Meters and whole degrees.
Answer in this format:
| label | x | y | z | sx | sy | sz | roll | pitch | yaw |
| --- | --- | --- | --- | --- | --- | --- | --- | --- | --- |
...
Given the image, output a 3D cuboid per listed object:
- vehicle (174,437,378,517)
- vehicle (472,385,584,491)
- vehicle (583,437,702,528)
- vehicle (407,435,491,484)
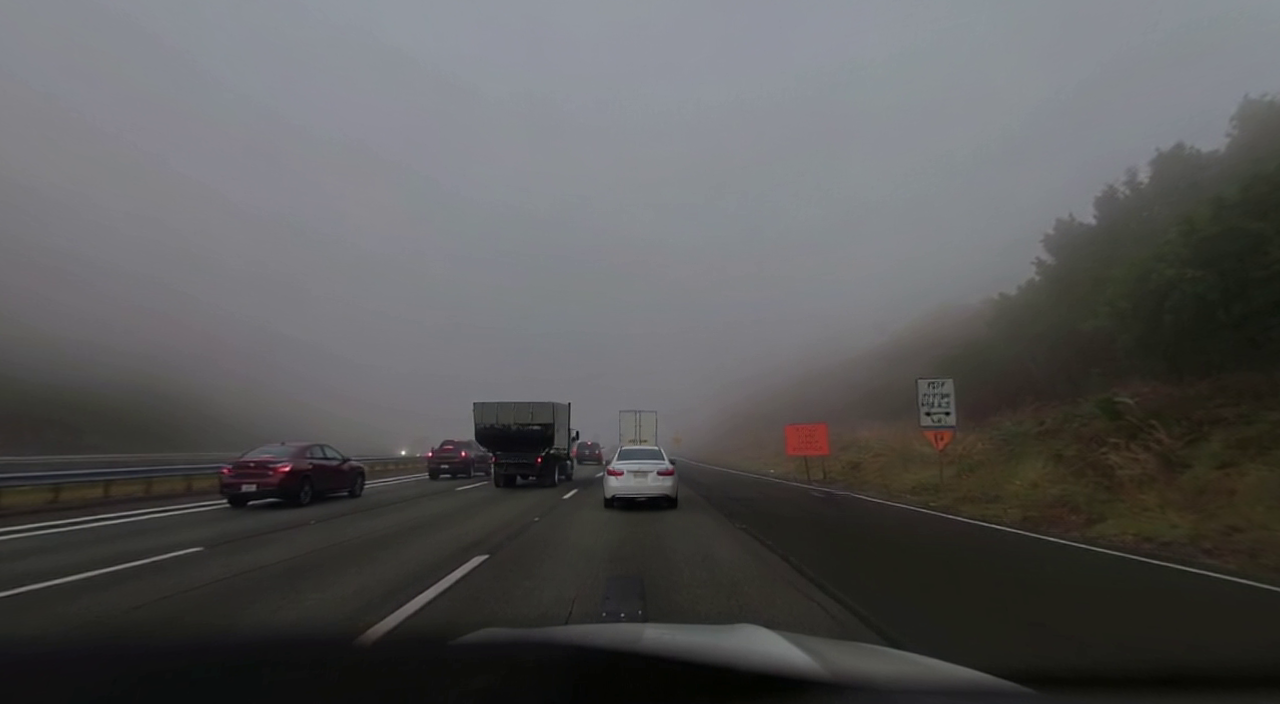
| label | x | y | z | sx | sy | sz | roll | pitch | yaw |
| --- | --- | --- | --- | --- | --- | --- | --- | --- | --- |
| vehicle | -8.002 | 2.770 | 14.523 | 1.879 | 1.521 | 4.623 | -1 | -9 | 1 |
| vehicle | -3.890 | 3.296 | 23.796 | 2.812 | 3.342 | 7.248 | -1 | -9 | 1 |
| vehicle | 0.023 | 2.450 | 12.349 | 1.995 | 1.495 | 3.380 | 0 | -9 | -1 |
| vehicle | -7.512 | 4.276 | 25.291 | 1.952 | 1.746 | 4.332 | -1 | -9 | 1 |
